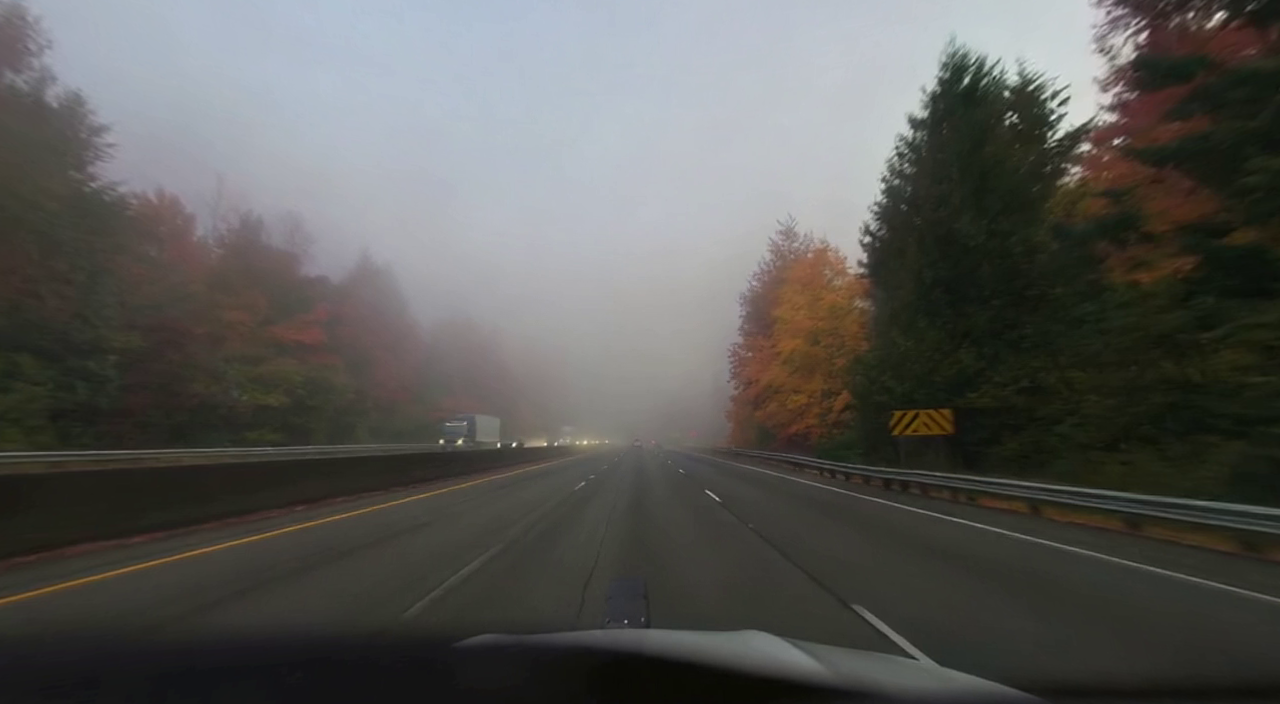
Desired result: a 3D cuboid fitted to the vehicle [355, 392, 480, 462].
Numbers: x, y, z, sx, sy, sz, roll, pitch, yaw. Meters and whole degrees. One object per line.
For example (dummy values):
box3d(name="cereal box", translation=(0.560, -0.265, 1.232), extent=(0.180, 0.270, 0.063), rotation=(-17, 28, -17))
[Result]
box3d(name="vehicle", translation=(-15.117, 5.562, 45.048), extent=(2.927, 4.069, 16.353), rotation=(0, -8, 0))
